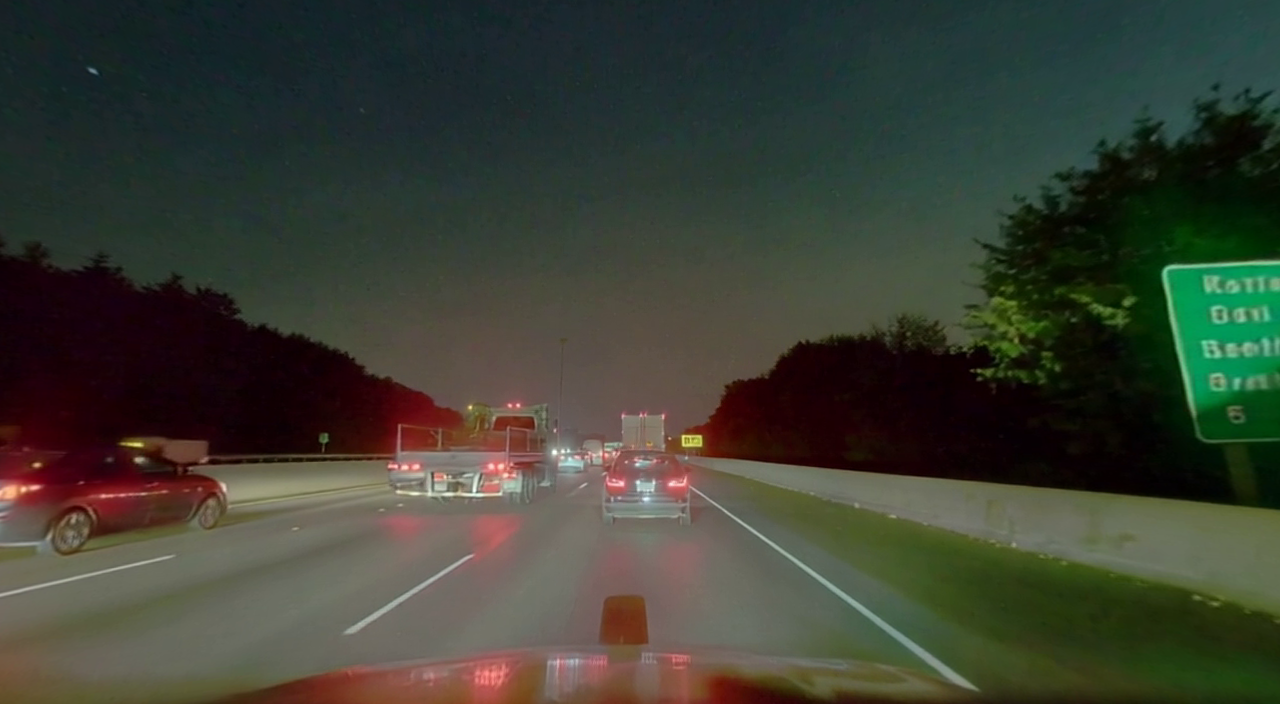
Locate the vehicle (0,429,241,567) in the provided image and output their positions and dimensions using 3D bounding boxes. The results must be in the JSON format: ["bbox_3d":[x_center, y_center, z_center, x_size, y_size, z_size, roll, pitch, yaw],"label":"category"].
[{"bbox_3d":[-7.867,1.877,8.661,1.824,1.489,4.422,0,-9,1],"label":"vehicle"}]

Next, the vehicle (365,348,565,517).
[{"bbox_3d":[-3.864,2.151,16.257,2.832,3.293,7.782,0,-9,1],"label":"vehicle"}]

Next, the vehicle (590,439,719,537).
[{"bbox_3d":[0.220,2.381,11.530,1.995,1.495,3.380,0,-9,0],"label":"vehicle"}]
